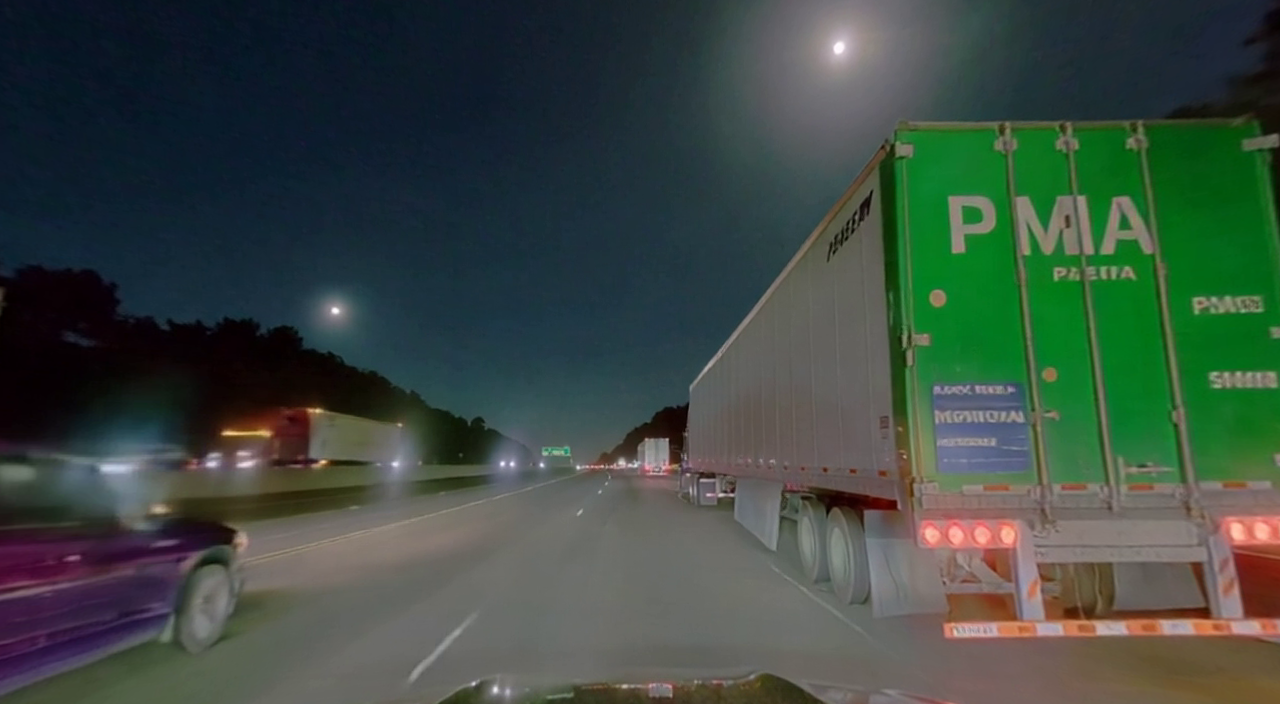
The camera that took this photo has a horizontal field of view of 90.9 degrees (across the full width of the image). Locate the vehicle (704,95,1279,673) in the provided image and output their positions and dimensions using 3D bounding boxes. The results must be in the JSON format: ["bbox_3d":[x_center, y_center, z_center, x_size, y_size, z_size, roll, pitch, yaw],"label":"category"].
[{"bbox_3d":[3.423,1.338,11.300,2.856,4.040,14.009,1,-10,-1],"label":"vehicle"}]

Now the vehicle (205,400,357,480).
[{"bbox_3d":[-20.323,5.341,36.801,2.929,3.960,10.134,1,-10,-1],"label":"vehicle"}]

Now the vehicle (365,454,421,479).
[{"bbox_3d":[-16.721,7.804,42.941,2.006,1.509,4.779,1,-10,-2],"label":"vehicle"}]

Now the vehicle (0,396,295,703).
[{"bbox_3d":[-3.967,0.983,2.854,2.010,1.580,4.949,1,-10,0],"label":"vehicle"}]
